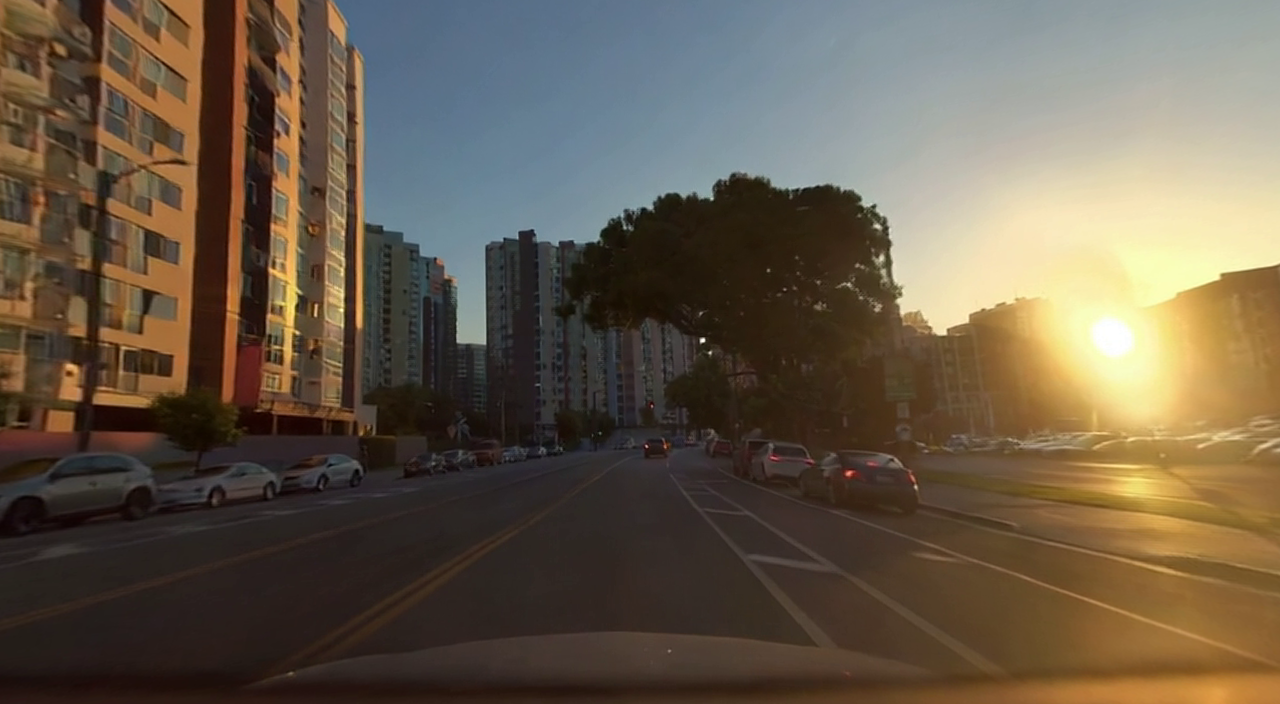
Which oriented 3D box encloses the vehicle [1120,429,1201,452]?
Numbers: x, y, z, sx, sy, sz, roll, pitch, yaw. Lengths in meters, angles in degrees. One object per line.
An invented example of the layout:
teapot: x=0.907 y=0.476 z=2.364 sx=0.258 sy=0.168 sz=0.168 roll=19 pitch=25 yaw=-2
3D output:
vehicle: x=36.740 y=6.285 z=44.760 sx=1.780 sy=1.479 sz=4.556 roll=0 pitch=-8 yaw=-1

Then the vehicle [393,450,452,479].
vehicle: x=-12.211 y=6.285 z=35.686 sx=1.926 sy=1.499 sz=3.869 roll=0 pitch=-8 yaw=1

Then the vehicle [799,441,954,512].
vehicle: x=5.449 y=2.897 z=15.277 sx=2.085 sy=1.466 sz=4.276 roll=0 pitch=-8 yaw=0

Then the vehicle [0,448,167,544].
vehicle: x=-12.606 y=2.900 z=13.386 sx=1.908 sy=1.694 sz=4.306 roll=0 pitch=-8 yaw=-3

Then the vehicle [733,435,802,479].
vehicle: x=5.694 y=4.769 z=29.065 sx=2.102 sy=1.781 sz=5.470 roll=0 pitch=-8 yaw=1

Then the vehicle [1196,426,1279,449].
vehicle: x=42.027 y=6.084 z=44.575 sx=1.793 sy=1.525 sz=4.157 roll=0 pitch=-8 yaw=2

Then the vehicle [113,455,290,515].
vehicle: x=-12.688 y=3.833 z=18.746 sx=1.779 sy=1.433 sz=4.633 roll=0 pitch=-8 yaw=2

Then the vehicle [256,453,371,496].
vehicle: x=-12.574 y=4.719 z=24.748 sx=1.889 sy=1.461 sz=4.608 roll=0 pitch=-8 yaw=2

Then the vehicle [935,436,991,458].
vehicle: x=22.884 y=6.750 z=44.901 sx=1.797 sy=1.425 sz=3.794 roll=0 pitch=-8 yaw=-2

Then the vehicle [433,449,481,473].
vehicle: x=-12.204 y=7.265 z=42.364 sx=1.723 sy=1.418 sz=4.359 roll=0 pitch=-8 yaw=2

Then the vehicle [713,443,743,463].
vehicle: x=6.788 y=7.782 z=48.912 sx=1.947 sy=1.487 sz=4.549 roll=0 pitch=-8 yaw=4

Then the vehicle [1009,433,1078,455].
vehicle: x=28.536 y=6.546 z=44.859 sx=1.790 sy=1.460 sz=4.515 roll=0 pitch=-8 yaw=-2
